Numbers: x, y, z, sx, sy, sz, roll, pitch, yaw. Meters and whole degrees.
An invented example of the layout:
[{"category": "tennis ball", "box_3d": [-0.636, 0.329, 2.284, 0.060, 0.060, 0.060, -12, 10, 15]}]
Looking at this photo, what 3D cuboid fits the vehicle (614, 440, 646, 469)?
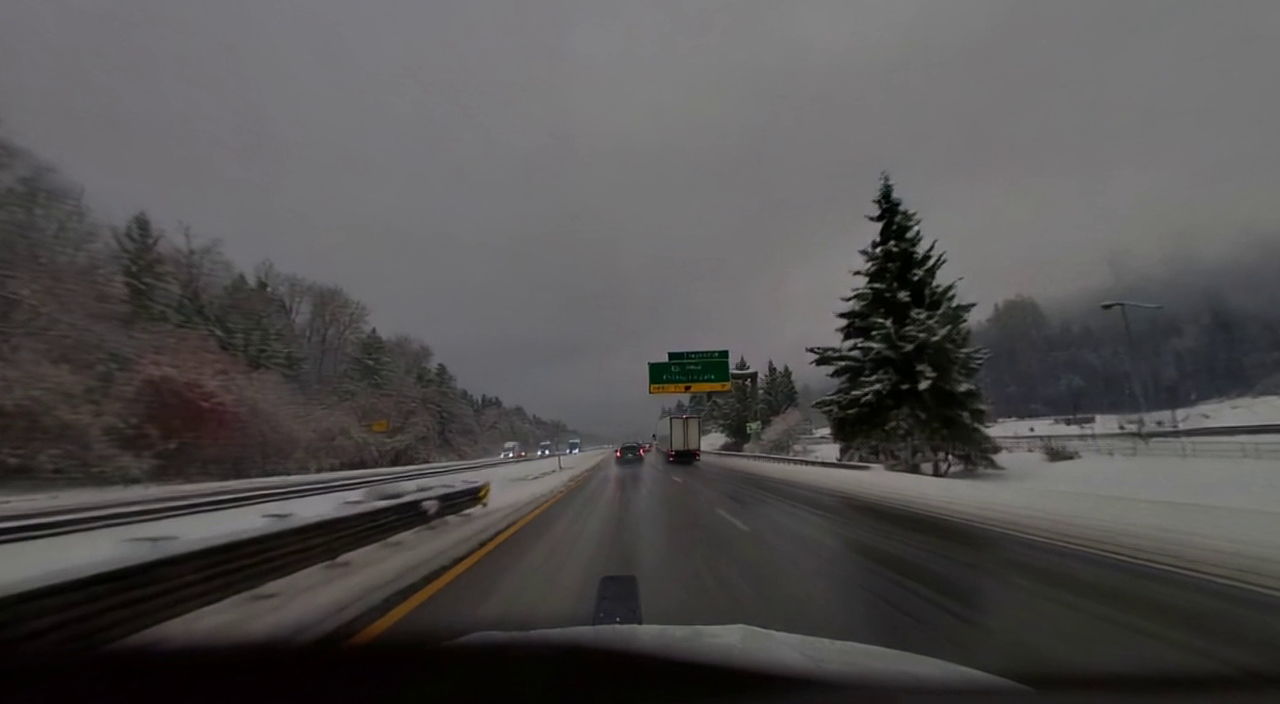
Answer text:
[{"category": "vehicle", "box_3d": [-0.682, 7.129, 43.754, 2.156, 1.886, 4.334, 0, -9, 0]}]
